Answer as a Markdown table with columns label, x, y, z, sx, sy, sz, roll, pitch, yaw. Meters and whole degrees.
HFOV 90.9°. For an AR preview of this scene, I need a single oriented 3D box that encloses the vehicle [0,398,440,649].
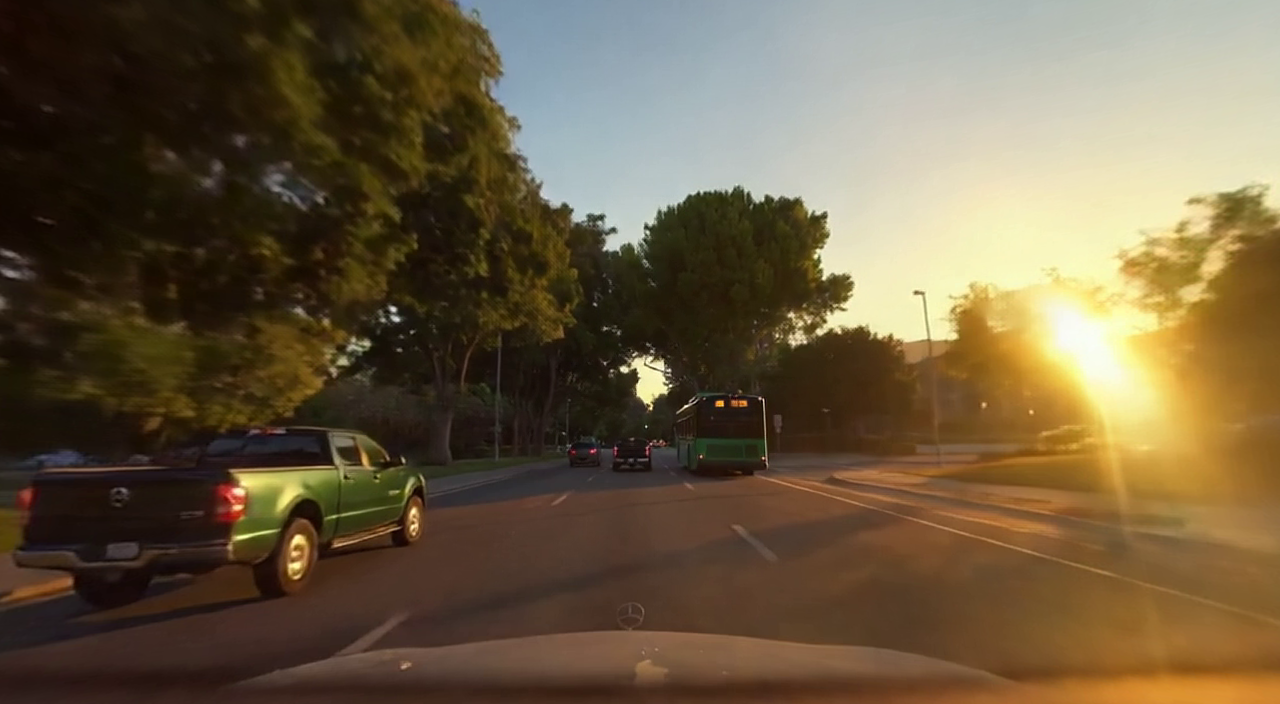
| label | x | y | z | sx | sy | sz | roll | pitch | yaw |
| --- | --- | --- | --- | --- | --- | --- | --- | --- | --- |
| vehicle | -3.835 | 1.394 | 6.260 | 2.109 | 1.543 | 4.535 | 0 | -8 | 1 |

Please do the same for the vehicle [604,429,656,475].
| label | x | y | z | sx | sy | sz | roll | pitch | yaw |
| --- | --- | --- | --- | --- | --- | --- | --- | --- | --- |
| vehicle | -0.352 | 4.436 | 28.132 | 2.074 | 1.849 | 5.137 | 0 | -8 | 1 |

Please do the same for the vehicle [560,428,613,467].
| label | x | y | z | sx | sy | sz | roll | pitch | yaw |
| --- | --- | --- | --- | --- | --- | --- | --- | --- | --- |
| vehicle | -2.939 | 5.468 | 36.203 | 2.513 | 2.066 | 5.820 | 0 | -8 | 0 |

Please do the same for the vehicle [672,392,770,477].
| label | x | y | z | sx | sy | sz | roll | pitch | yaw |
| --- | --- | --- | --- | --- | --- | --- | --- | --- | --- |
| vehicle | 3.442 | 4.090 | 30.718 | 3.059 | 3.264 | 12.623 | 0 | -8 | 0 |
